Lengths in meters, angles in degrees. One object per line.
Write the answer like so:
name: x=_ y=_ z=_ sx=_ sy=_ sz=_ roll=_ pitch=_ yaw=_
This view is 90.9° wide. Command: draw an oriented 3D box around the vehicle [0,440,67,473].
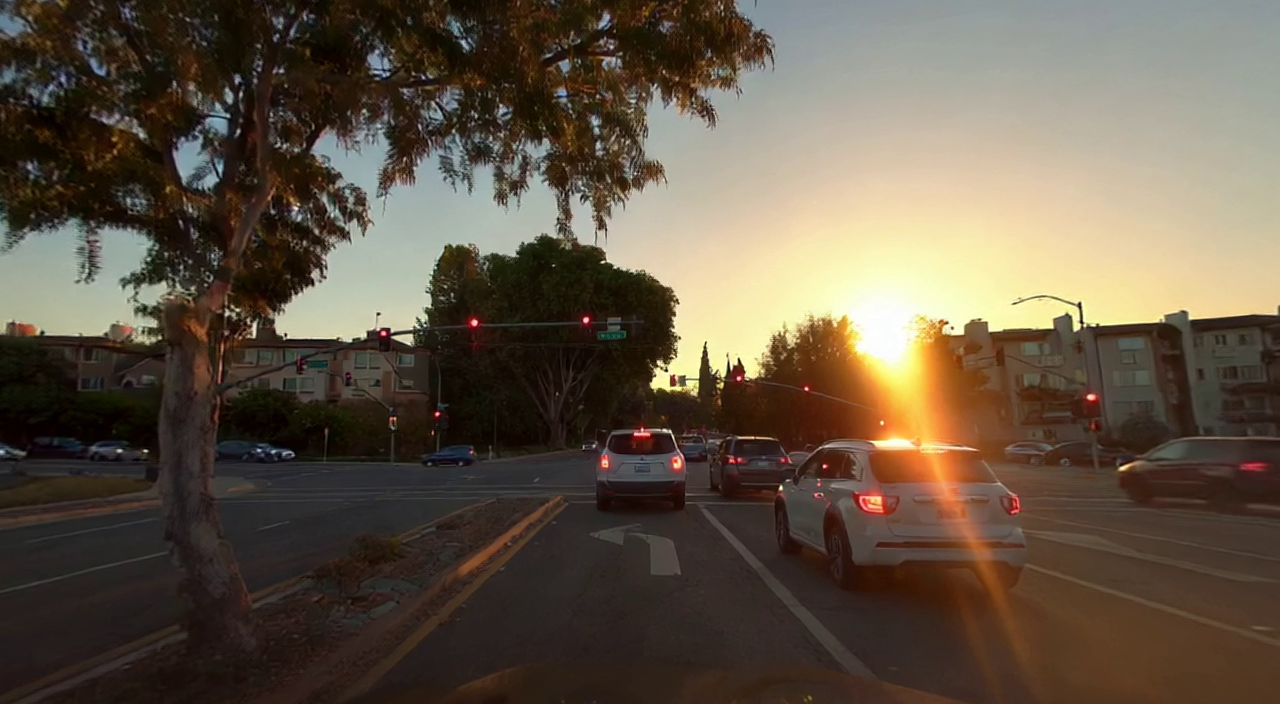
vehicle: x=-35.041 y=5.774 z=34.931 sx=4.465 sy=1.693 sz=1.959 roll=2 pitch=-9 yaw=-1

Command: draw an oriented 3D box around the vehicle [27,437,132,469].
vehicle: x=-36.861 y=6.624 z=41.526 sx=4.771 sy=1.778 sz=2.032 roll=3 pitch=-8 yaw=-2

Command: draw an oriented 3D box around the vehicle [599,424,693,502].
vehicle: x=0.071 y=2.780 z=16.120 sx=2.099 sy=1.705 sz=4.020 roll=0 pitch=-8 yaw=-2

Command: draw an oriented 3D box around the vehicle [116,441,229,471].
vehicle: x=-26.342 y=5.879 z=35.628 sx=4.724 sy=1.630 sz=1.968 roll=0 pitch=-8 yaw=-3

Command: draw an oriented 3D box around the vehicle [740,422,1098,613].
vehicle: x=2.548 y=1.626 z=7.207 sx=2.009 sy=1.480 sz=4.423 roll=0 pitch=-8 yaw=-1

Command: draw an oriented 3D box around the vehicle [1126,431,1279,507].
vehicle: x=16.262 y=3.124 z=17.268 sx=2.010 sy=1.796 sz=4.755 roll=0 pitch=-8 yaw=0
